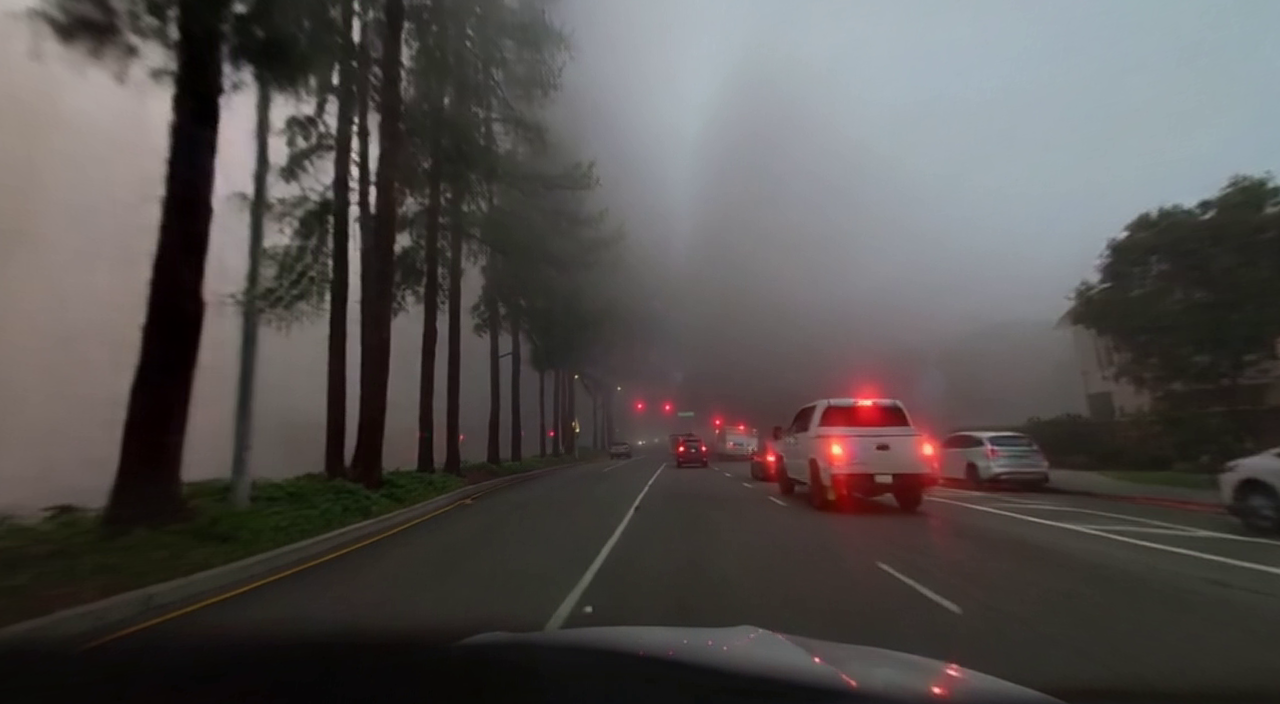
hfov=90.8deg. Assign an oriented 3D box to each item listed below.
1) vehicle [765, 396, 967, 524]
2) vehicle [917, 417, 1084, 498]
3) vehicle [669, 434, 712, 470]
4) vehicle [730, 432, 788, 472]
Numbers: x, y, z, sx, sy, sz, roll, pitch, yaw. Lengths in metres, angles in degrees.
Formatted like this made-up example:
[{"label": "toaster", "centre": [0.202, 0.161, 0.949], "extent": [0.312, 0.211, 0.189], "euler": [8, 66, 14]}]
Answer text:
[{"label": "vehicle", "centre": [4.328, 2.223, 13.543], "extent": [2.268, 2.090, 6.113], "euler": [0, -8, 2]}, {"label": "vehicle", "centre": [9.354, 2.773, 16.974], "extent": [1.992, 1.840, 4.646], "euler": [-1, -8, 4]}, {"label": "vehicle", "centre": [2.539, 5.157, 32.698], "extent": [2.052, 1.693, 4.554], "euler": [-1, -8, 3]}, {"label": "vehicle", "centre": [5.724, 4.801, 30.881], "extent": [1.803, 1.754, 4.480], "euler": [2, -7, -3]}]
